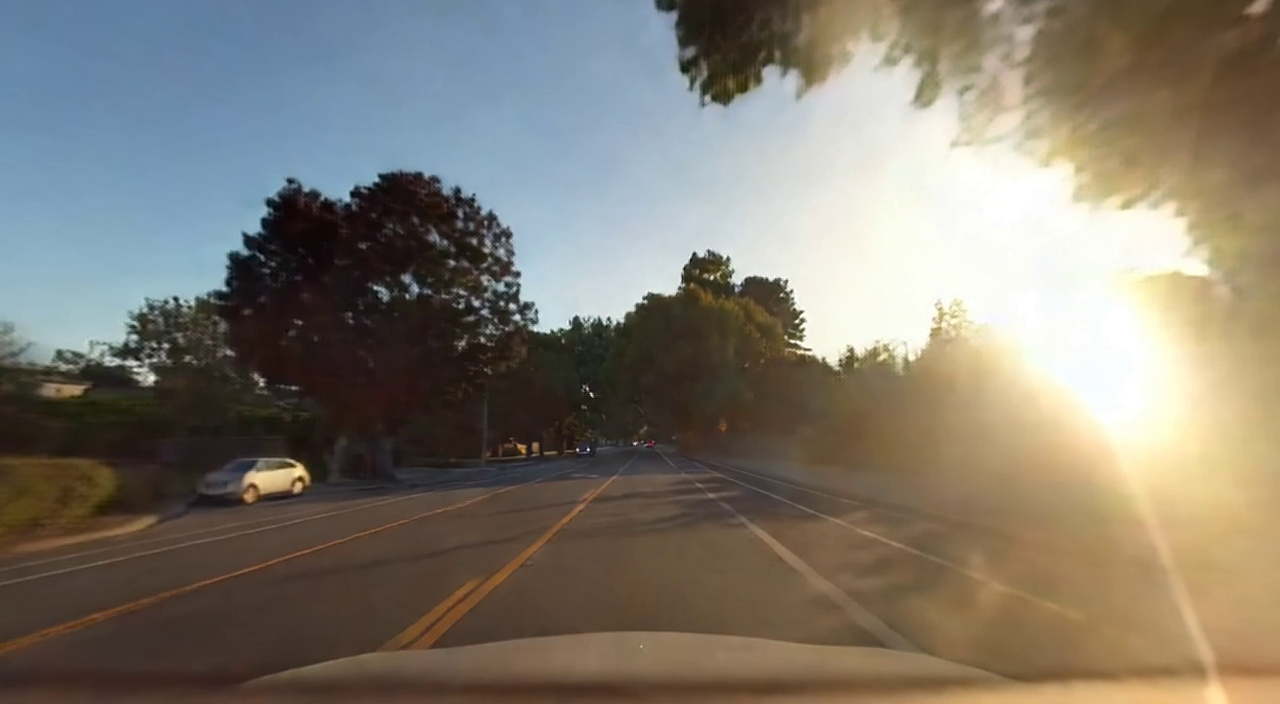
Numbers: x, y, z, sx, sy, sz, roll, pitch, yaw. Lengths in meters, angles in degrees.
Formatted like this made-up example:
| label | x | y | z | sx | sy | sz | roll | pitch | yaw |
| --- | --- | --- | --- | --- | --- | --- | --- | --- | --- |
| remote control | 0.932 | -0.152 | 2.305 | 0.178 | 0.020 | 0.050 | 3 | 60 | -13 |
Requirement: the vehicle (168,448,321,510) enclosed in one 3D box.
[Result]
| label | x | y | z | sx | sy | sz | roll | pitch | yaw |
| --- | --- | --- | --- | --- | --- | --- | --- | --- | --- |
| vehicle | -12.519 | 3.996 | 20.428 | 1.921 | 1.611 | 4.713 | -3 | -8 | 1 |
